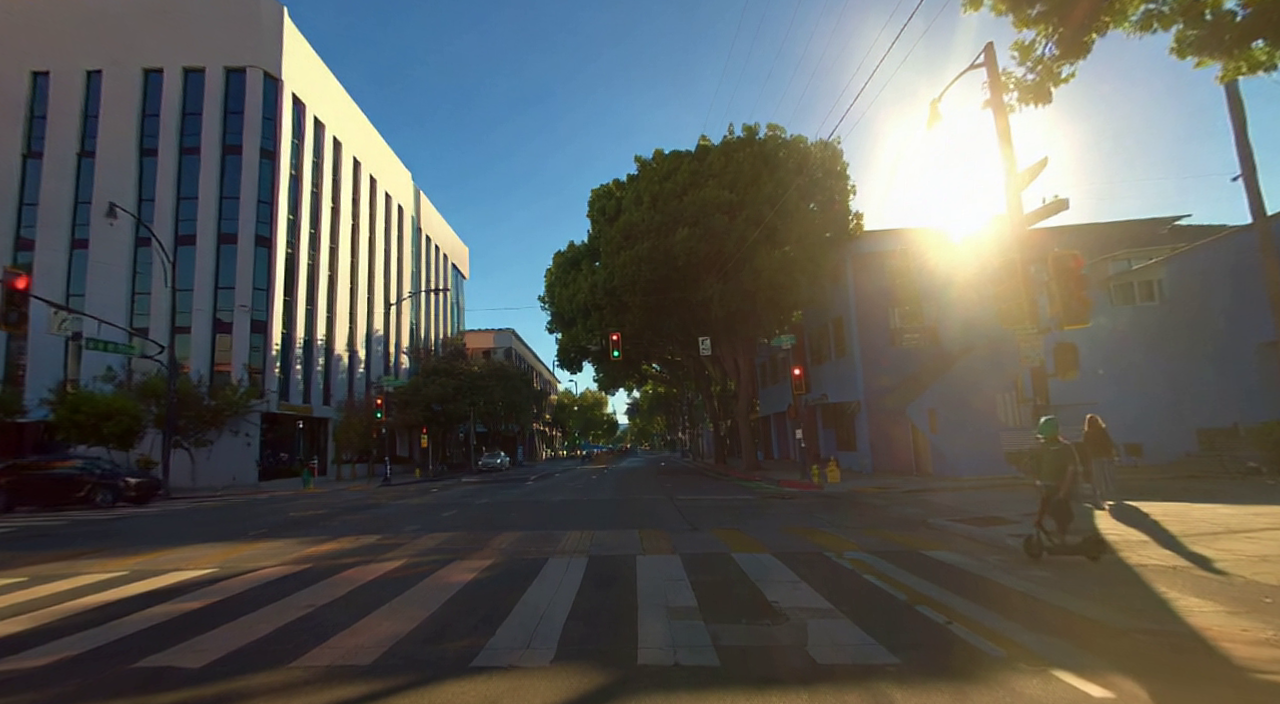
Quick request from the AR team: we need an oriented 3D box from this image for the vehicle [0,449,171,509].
[{"bbox_3d":[-17.194,3.738,18.845,4.641,1.616,2.051,0,-8,-2],"label":"vehicle"}]
